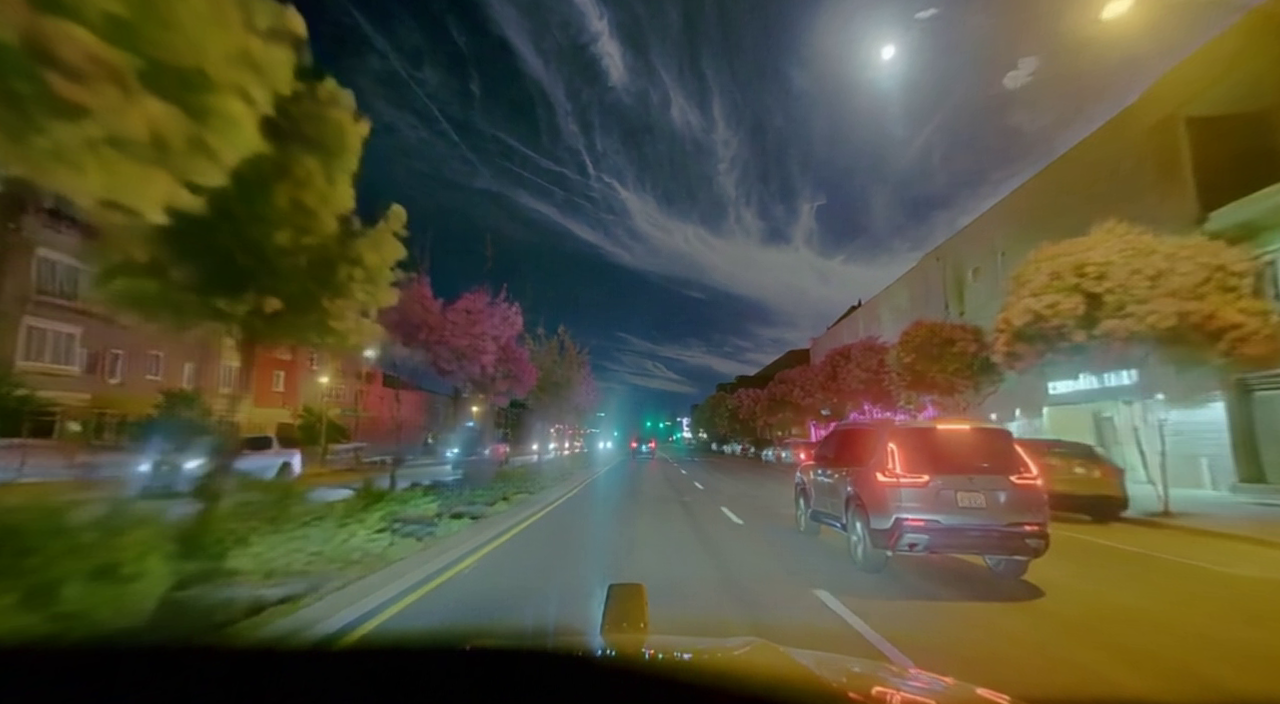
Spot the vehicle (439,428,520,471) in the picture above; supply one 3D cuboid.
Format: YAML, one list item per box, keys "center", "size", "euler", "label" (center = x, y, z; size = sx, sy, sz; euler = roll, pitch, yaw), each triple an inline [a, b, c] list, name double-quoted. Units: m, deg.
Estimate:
- center: [-7.682, 4.754, 30.882]
  size: [2.249, 1.898, 5.815]
  euler: [-1, -8, 2]
  label: "vehicle"

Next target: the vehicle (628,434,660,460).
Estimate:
- center: [0.322, 6.940, 46.035]
  size: [2.244, 1.813, 4.129]
  euler: [0, -8, 2]
  label: "vehicle"

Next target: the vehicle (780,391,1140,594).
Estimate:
- center: [3.286, 1.548, 7.808]
  size: [2.071, 1.747, 4.549]
  euler: [0, -8, 0]
  label: "vehicle"

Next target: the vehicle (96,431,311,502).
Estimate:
- center: [-11.923, 3.147, 17.907]
  size: [2.191, 1.684, 5.428]
  euler: [0, -8, 1]
  label: "vehicle"
